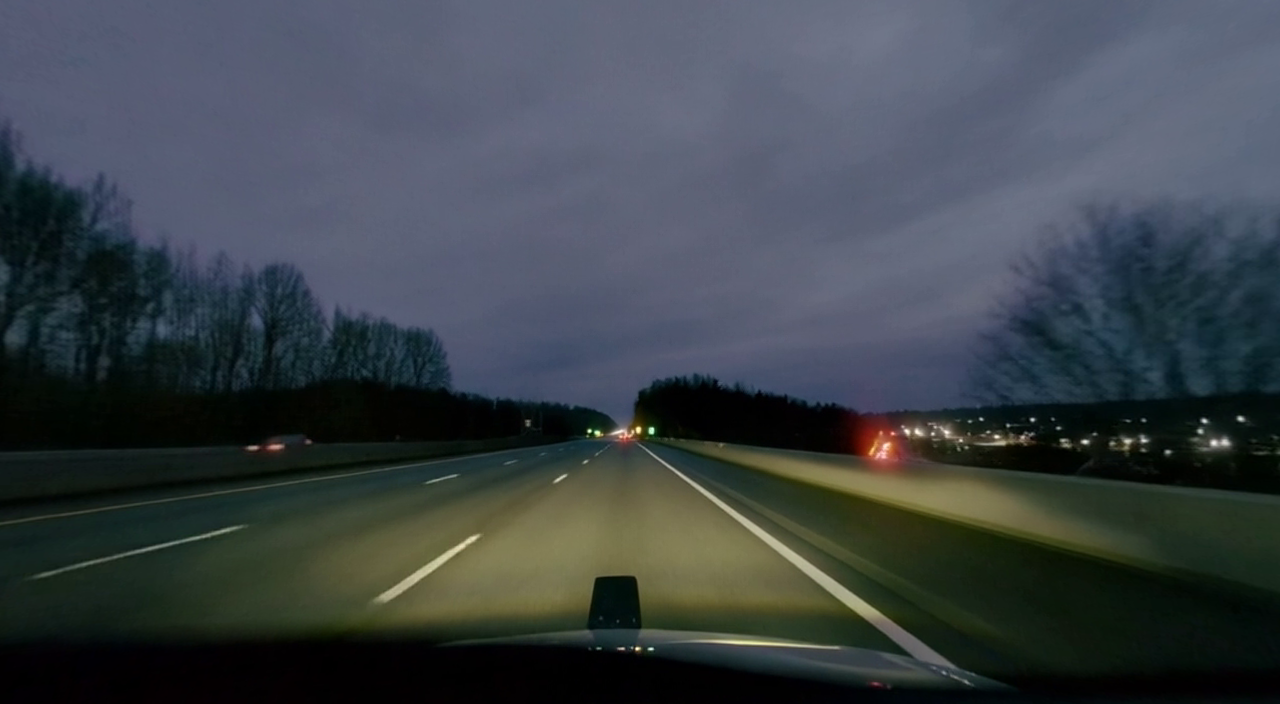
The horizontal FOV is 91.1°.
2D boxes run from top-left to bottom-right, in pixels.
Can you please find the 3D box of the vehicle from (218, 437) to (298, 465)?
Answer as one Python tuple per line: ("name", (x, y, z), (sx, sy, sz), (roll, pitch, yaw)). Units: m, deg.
("vehicle", (-21.799, 5.639, 36.102), (1.874, 1.511, 4.431), (0, -8, -1))
